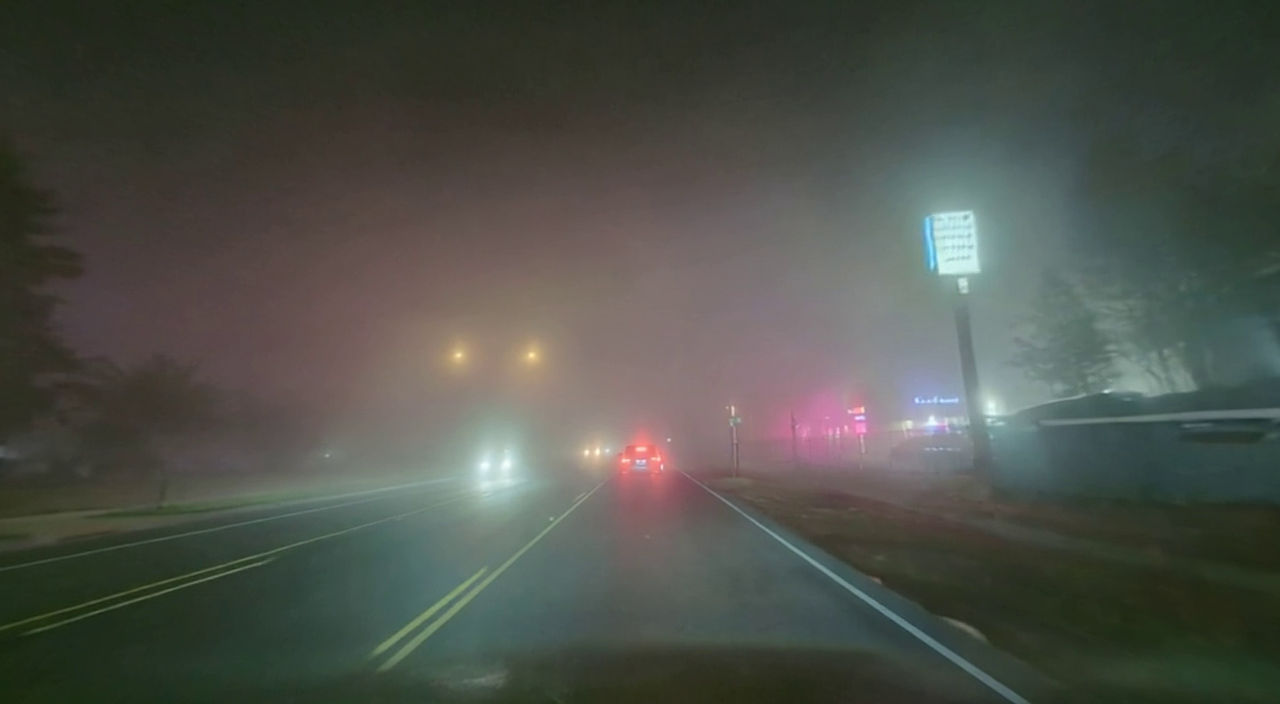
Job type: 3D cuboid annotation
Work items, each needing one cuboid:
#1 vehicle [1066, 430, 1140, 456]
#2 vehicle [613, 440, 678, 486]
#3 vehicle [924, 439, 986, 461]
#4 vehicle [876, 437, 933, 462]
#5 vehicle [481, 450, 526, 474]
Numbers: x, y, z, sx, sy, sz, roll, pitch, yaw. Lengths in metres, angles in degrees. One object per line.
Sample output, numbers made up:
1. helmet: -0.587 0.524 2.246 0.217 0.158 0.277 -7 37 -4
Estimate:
1. vehicle: 33.292 6.584 45.322 2.008 1.725 4.695 -1 -9 4
2. vehicle: 0.170 3.974 22.771 2.144 1.514 4.063 0 -9 0
3. vehicle: 21.912 6.849 43.875 1.934 1.457 4.134 0 -9 -5
4. vehicle: 19.008 7.017 45.375 2.039 1.705 4.666 0 -9 0
5. vehicle: -9.167 7.425 42.540 1.956 1.527 4.365 0 -9 1
